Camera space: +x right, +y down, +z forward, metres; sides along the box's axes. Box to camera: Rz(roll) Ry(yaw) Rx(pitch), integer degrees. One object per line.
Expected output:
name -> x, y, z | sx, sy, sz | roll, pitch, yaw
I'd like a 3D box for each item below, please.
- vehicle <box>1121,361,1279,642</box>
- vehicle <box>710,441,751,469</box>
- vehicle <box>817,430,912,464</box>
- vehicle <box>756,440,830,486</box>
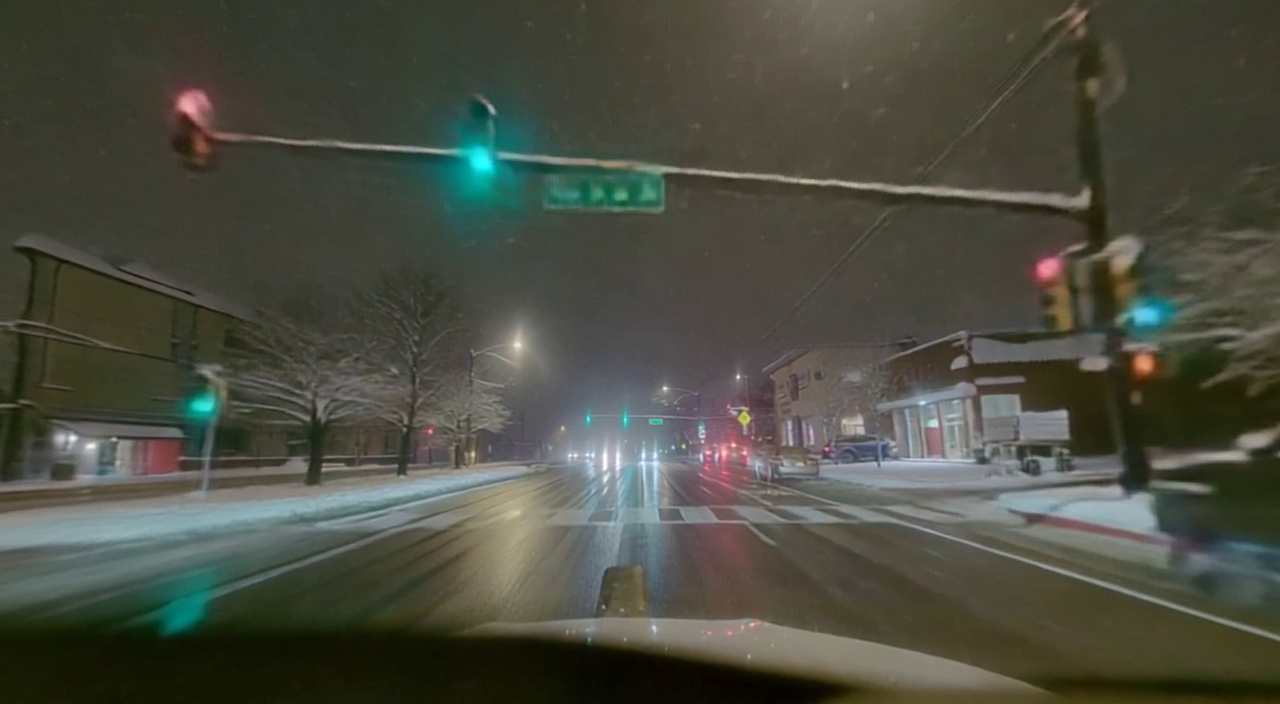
vehicle -> 5.774, 0.918, 3.347 | 2.182, 2.019, 5.247 | 0, -8, -1
vehicle -> 6.052, 6.938, 42.701 | 2.069, 1.776, 4.797 | 0, -8, 0
vehicle -> 12.747, 5.446, 36.063 | 4.571, 1.827, 2.260 | 1, -9, -1
vehicle -> 6.000, 4.351, 25.171 | 1.955, 1.679, 3.890 | 0, -8, 0
